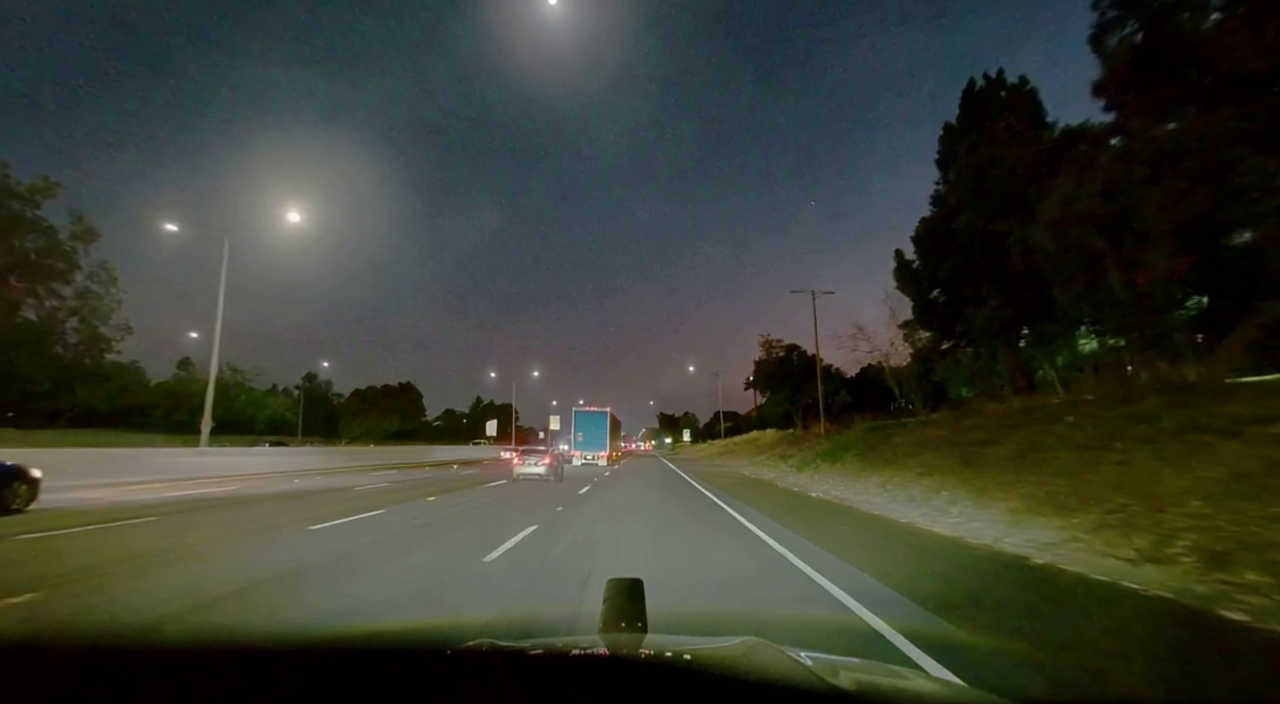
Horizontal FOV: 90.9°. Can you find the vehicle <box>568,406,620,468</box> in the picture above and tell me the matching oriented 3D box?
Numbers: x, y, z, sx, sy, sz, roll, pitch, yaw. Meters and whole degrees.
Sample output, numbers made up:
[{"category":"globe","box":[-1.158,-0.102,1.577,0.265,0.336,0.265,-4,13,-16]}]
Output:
[{"category":"vehicle","box":[-3.288,6.605,48.488,2.905,4.037,12.921,0,-8,1]}]

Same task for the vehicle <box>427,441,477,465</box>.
[{"category":"vehicle","box":[-13.625,7.336,45.989,2.017,1.685,4.732,0,-8,1]}]

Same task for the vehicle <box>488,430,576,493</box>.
[{"category":"vehicle","box":[-3.415,3.563,20.843,2.058,1.840,4.443,0,-8,1]}]
